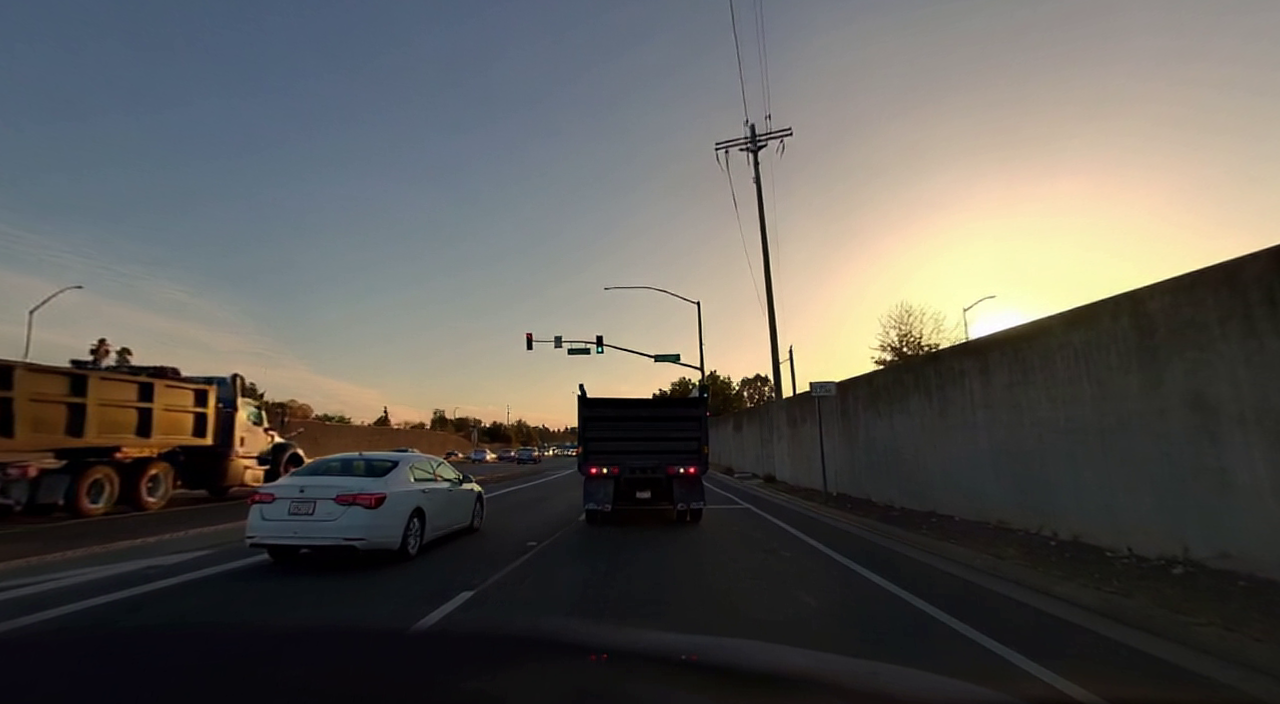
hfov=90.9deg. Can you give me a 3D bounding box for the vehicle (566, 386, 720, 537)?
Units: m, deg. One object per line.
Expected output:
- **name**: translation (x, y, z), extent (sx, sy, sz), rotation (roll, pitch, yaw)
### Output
- **vehicle**: translation (0.071, 2.084, 12.471), extent (2.355, 2.305, 5.336), rotation (0, -8, 1)

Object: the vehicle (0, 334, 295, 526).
- **vehicle**: translation (-13.425, 2.184, 17.055), extent (3.016, 3.847, 8.707), rotation (0, -8, 1)

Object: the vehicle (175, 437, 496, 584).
- **vehicle**: translation (-3.703, 1.998, 8.999), extent (2.019, 1.480, 4.966), rotation (0, -8, 1)
